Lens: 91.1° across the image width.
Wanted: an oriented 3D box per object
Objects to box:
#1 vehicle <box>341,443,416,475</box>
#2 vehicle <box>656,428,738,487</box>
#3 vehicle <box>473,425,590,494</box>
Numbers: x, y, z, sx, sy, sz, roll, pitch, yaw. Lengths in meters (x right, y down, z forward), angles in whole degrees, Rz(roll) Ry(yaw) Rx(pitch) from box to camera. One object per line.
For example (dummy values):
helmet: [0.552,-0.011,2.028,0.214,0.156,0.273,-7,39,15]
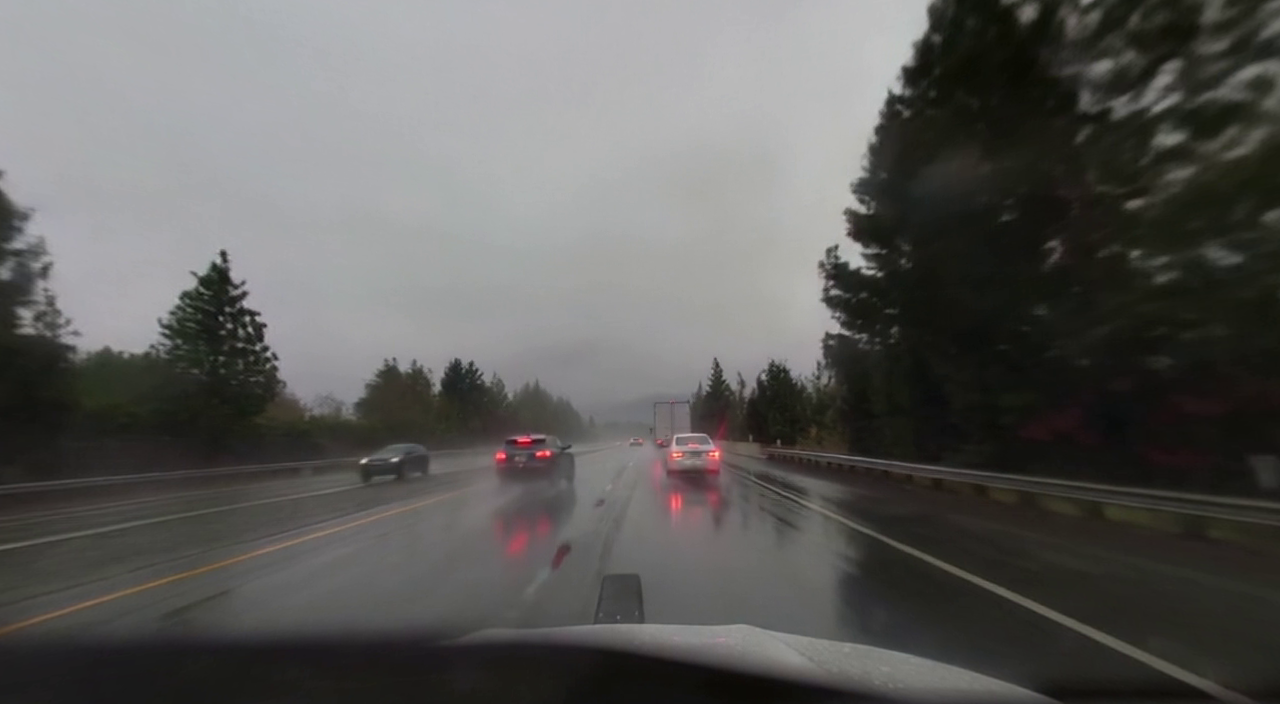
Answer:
vehicle: [-13.772,5.625,33.413,1.877,1.556,4.663,0,-8,2]
vehicle: [1.563,3.064,18.735,2.072,1.534,4.300,0,-8,1]
vehicle: [-2.761,2.863,17.280,2.192,1.623,4.887,0,-8,2]
